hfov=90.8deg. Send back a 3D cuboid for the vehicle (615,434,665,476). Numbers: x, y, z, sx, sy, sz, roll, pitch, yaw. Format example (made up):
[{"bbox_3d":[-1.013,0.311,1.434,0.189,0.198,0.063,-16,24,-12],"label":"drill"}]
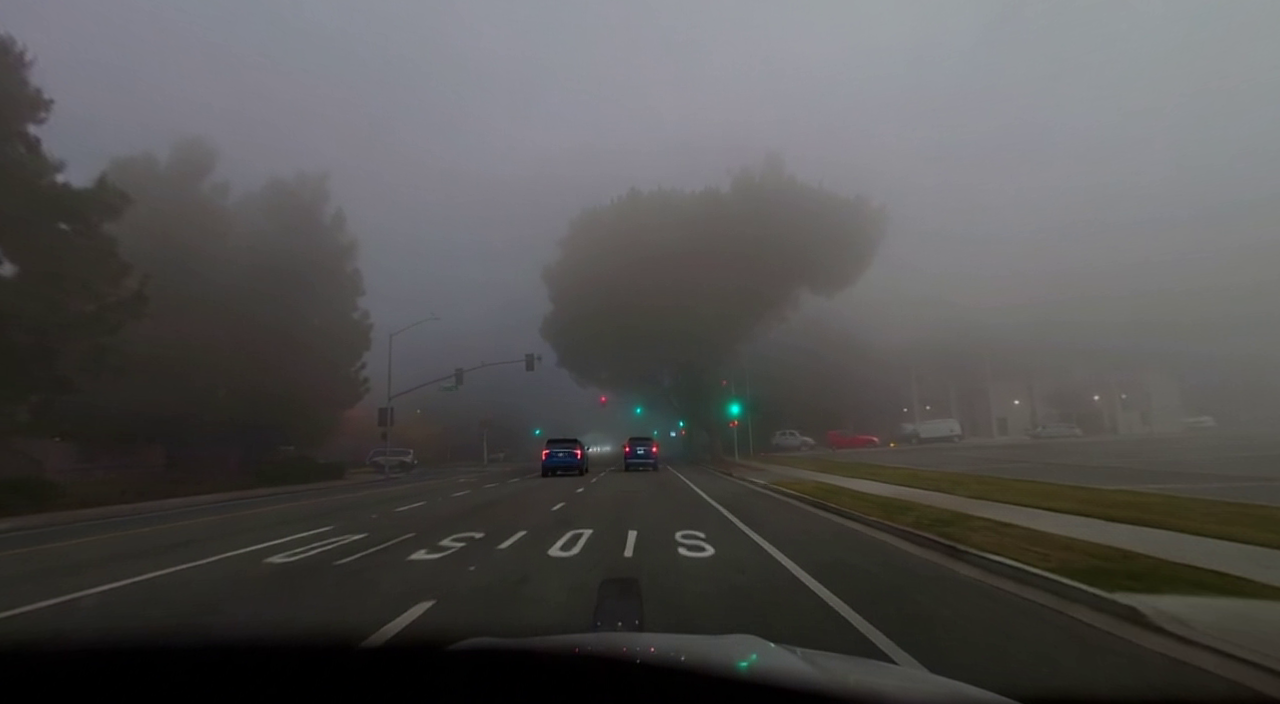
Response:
[{"bbox_3d":[-0.056,4.653,28.913,2.088,1.735,4.801,0,-8,-1],"label":"vehicle"}]

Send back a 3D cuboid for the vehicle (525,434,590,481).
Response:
[{"bbox_3d":[-3.253,4.268,25.913,2.097,1.755,4.336,0,-8,0],"label":"vehicle"}]
